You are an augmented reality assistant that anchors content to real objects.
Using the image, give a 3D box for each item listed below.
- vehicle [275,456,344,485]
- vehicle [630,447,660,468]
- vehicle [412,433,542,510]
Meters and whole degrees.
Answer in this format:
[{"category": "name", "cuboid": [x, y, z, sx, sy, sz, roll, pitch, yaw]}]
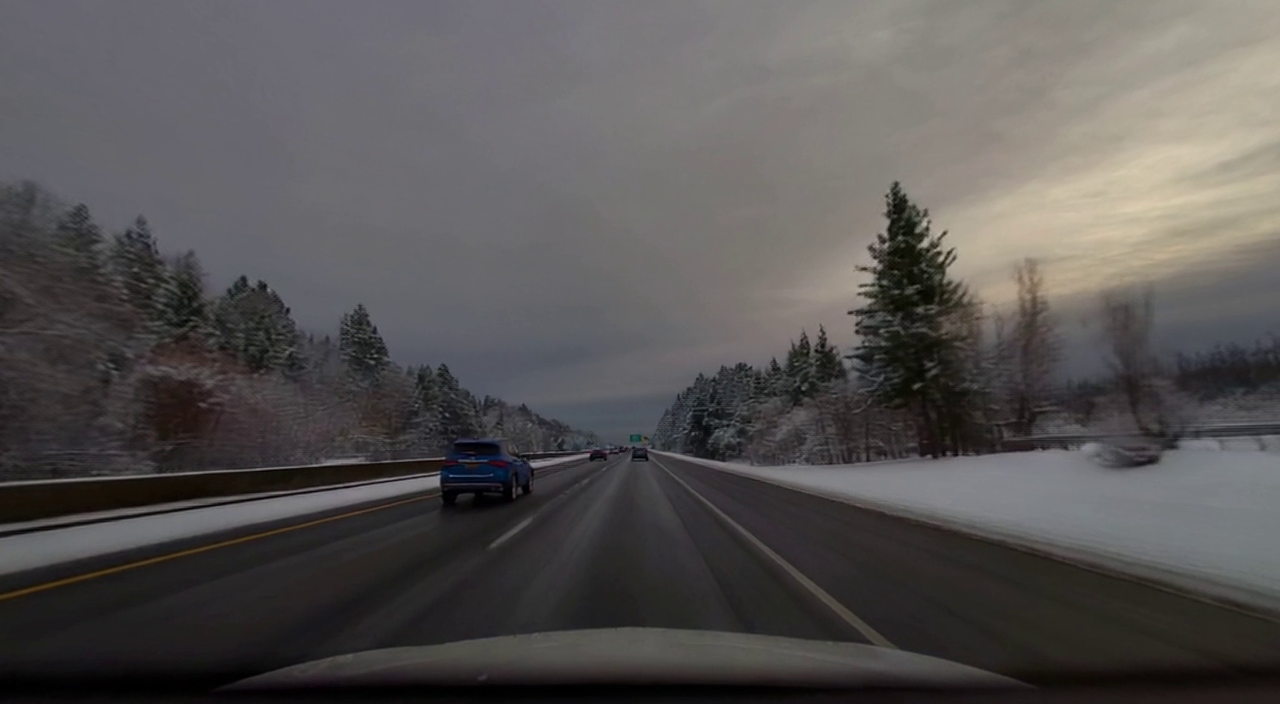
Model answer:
[{"category": "vehicle", "cuboid": [-17.072, 6.108, 32.770, 1.629, 1.393, 3.517, 0, -9, 1]}, {"category": "vehicle", "cuboid": [0.309, 7.565, 45.382, 2.046, 1.452, 4.407, 0, -9, -1]}, {"category": "vehicle", "cuboid": [-3.896, 2.938, 15.958, 2.100, 1.667, 4.223, 0, -9, 0]}]
